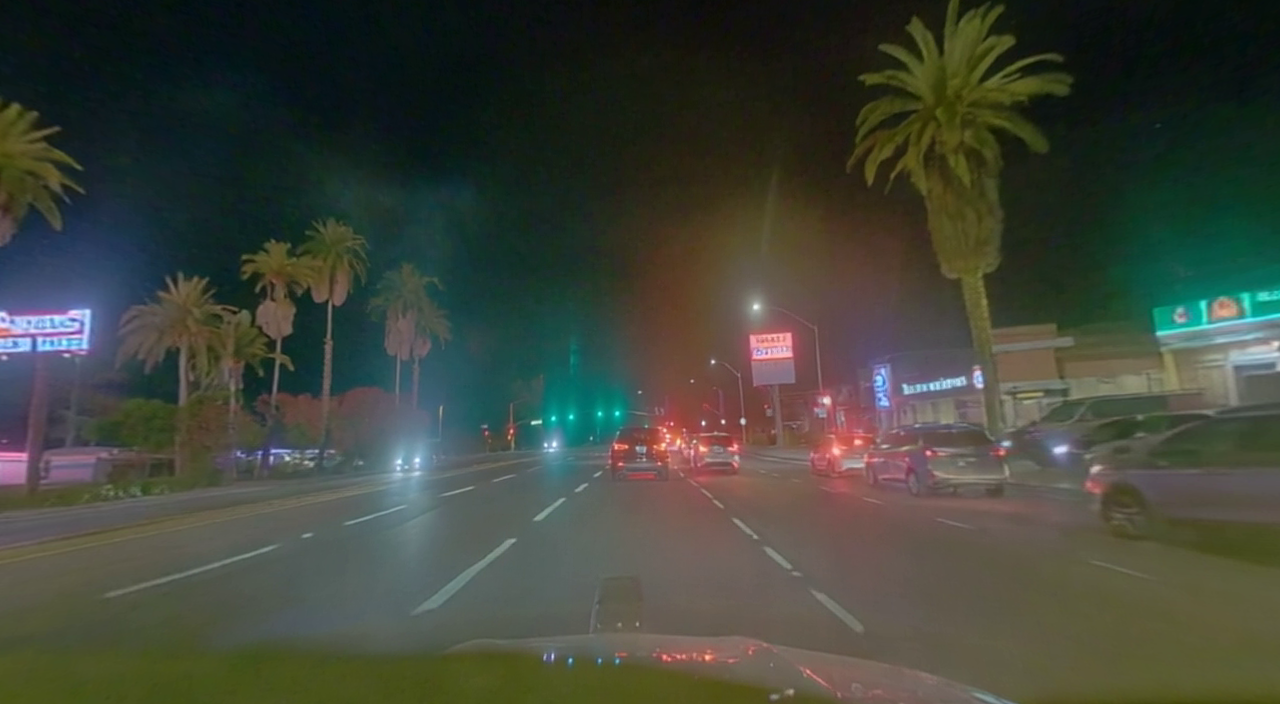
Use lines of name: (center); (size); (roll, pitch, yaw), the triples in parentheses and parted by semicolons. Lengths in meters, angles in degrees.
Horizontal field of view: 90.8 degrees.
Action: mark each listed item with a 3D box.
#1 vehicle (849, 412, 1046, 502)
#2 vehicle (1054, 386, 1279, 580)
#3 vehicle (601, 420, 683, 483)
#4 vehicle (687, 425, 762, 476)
vehicle: (6.665, 2.373, 14.462); (2.001, 1.692, 4.800); (0, -9, -1)
vehicle: (6.638, 1.240, 6.149); (2.100, 1.675, 4.536); (0, -9, 0)
vehicle: (0.040, 3.320, 21.146); (2.428, 1.816, 4.959); (0, -9, -1)
vehicle: (3.171, 3.821, 24.652); (2.187, 1.777, 4.444); (0, -9, -2)
